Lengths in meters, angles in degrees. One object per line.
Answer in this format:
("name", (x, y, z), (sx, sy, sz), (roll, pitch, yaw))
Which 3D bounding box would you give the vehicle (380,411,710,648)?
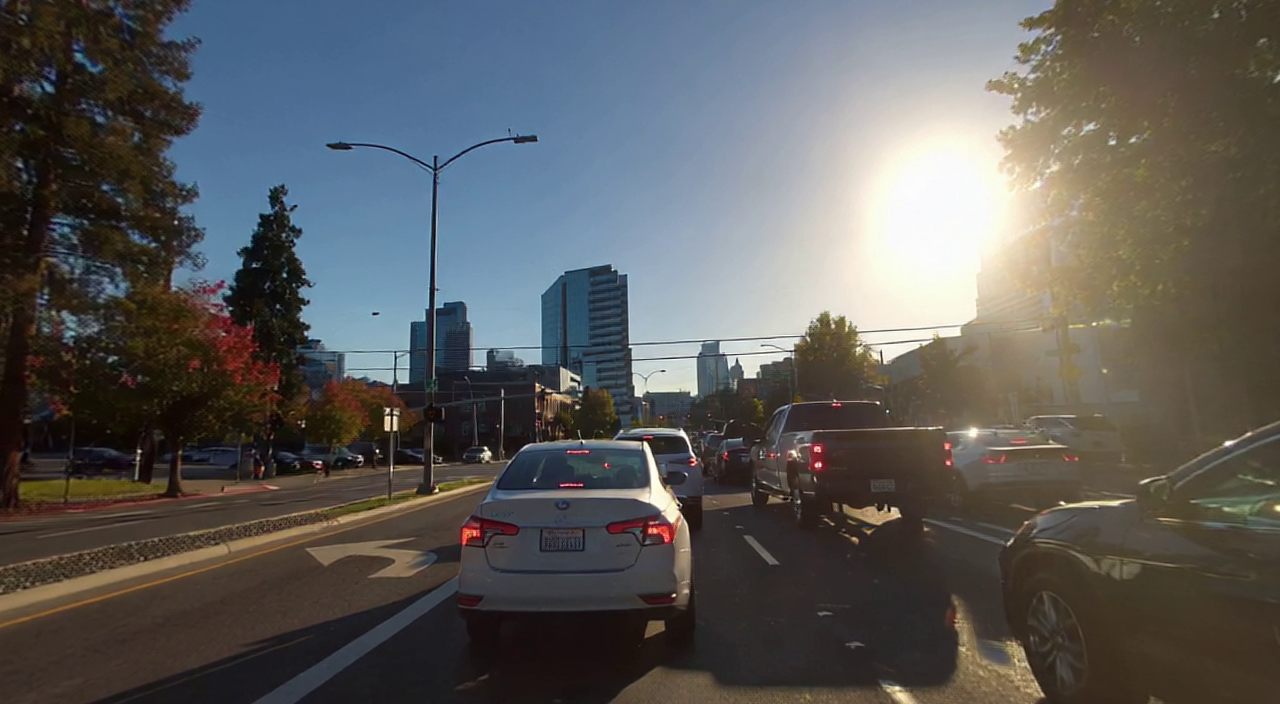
("vehicle", (-0.564, 1.484, 6.328), (2.172, 1.536, 4.250), (0, -9, 2))

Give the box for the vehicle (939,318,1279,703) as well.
("vehicle", (3.151, 0.754, 2.079), (2.024, 1.723, 4.714), (0, -9, 1))

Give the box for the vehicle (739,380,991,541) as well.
("vehicle", (3.549, 1.918, 11.611), (2.497, 2.186, 5.890), (0, -8, 1))
